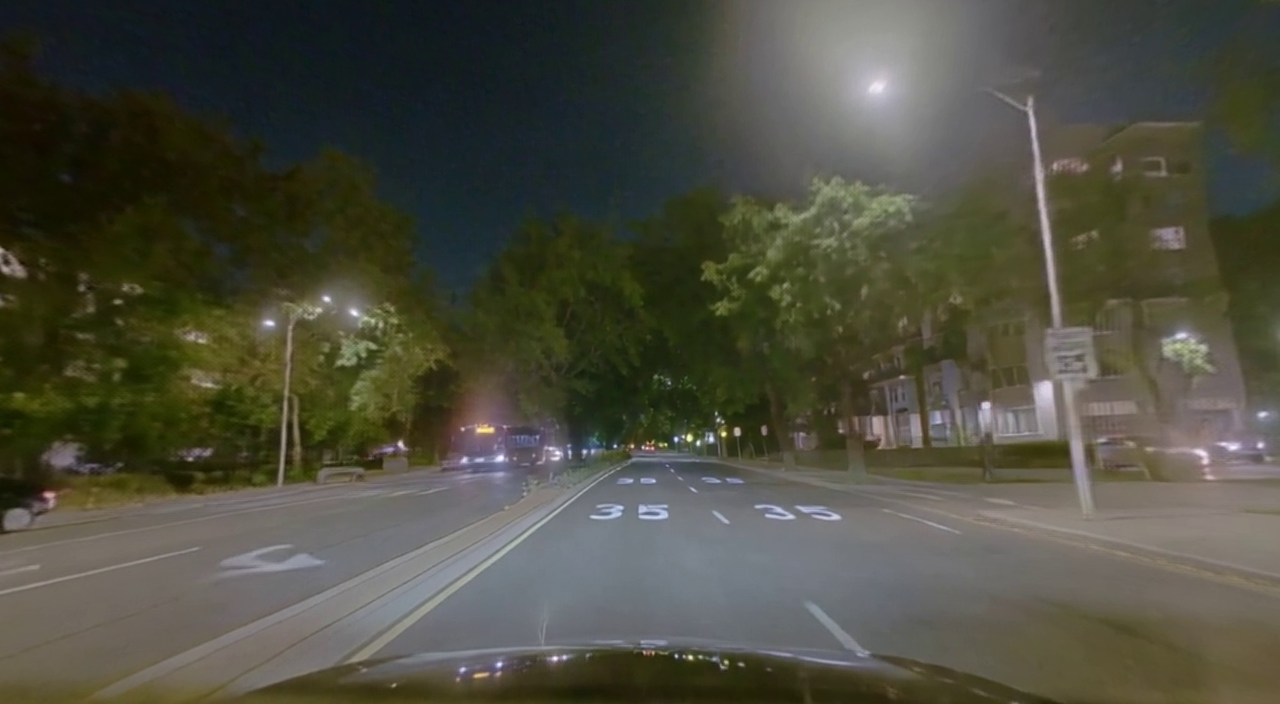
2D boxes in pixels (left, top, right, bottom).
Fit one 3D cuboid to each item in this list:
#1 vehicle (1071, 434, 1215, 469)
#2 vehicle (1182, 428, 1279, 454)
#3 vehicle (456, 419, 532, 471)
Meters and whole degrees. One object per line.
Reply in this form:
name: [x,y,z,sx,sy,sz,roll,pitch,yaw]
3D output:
vehicle: [21.191,4.211,26.705,4.404,1.440,1.900,0,-8,3]
vehicle: [39.896,5.998,42.445,4.836,1.711,2.192,0,-8,-4]
vehicle: [-10.538,6.914,46.717,3.052,3.397,10.003,0,-8,1]
